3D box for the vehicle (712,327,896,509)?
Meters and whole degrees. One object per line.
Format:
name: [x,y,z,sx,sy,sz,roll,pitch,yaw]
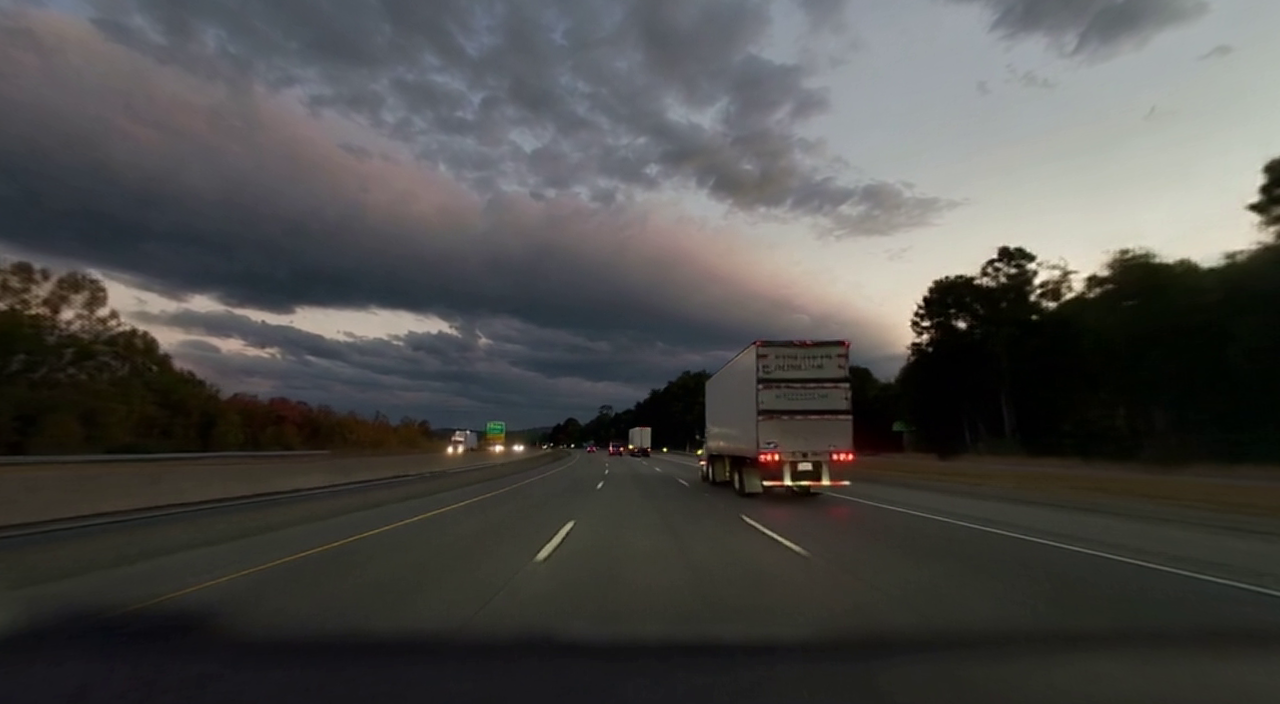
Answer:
vehicle: [4.104,2.082,18.247,2.826,4.035,8.369,0,-9,-1]
